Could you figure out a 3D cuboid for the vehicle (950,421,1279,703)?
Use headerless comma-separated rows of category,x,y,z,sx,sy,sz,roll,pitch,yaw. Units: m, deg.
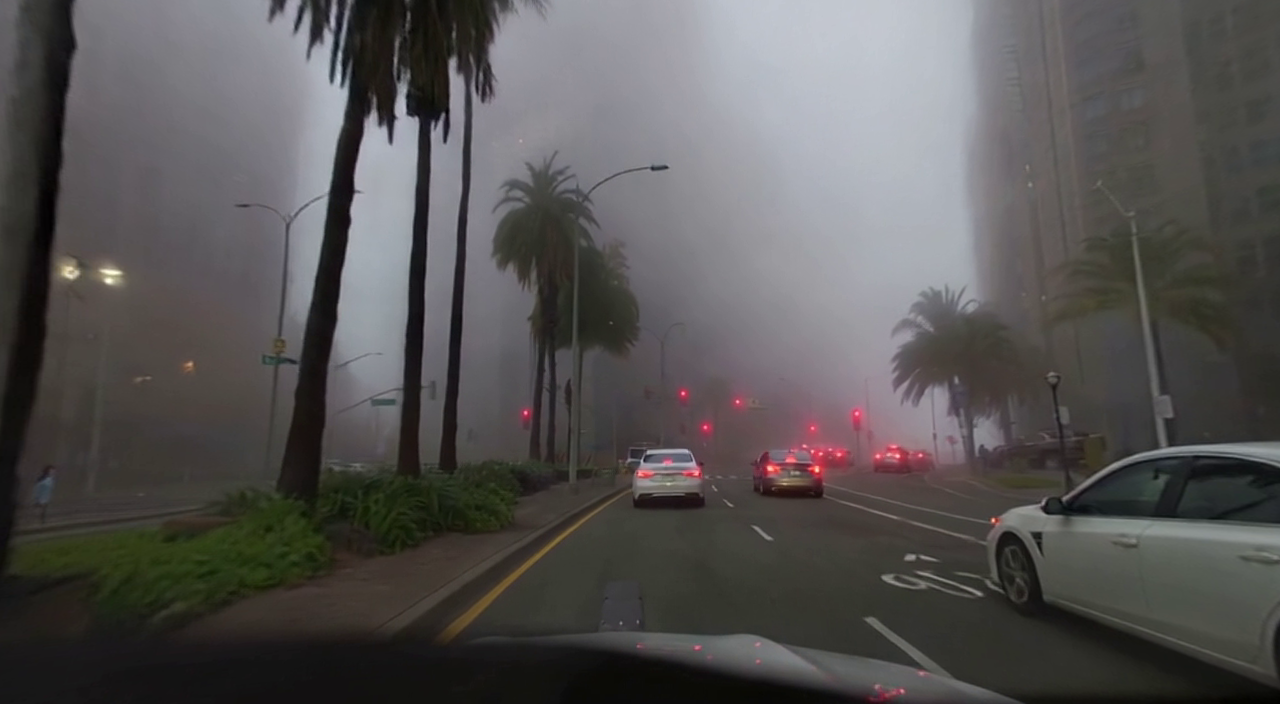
vehicle,3.857,1.186,3.747,1.913,1.469,4.425,-1,-9,2

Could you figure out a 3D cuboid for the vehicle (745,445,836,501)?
vehicle,4.393,3.580,19.181,1.920,1.490,4.417,-1,-9,4

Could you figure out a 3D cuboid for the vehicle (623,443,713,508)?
vehicle,0.785,3.177,16.674,2.078,1.503,3.681,-1,-9,4
